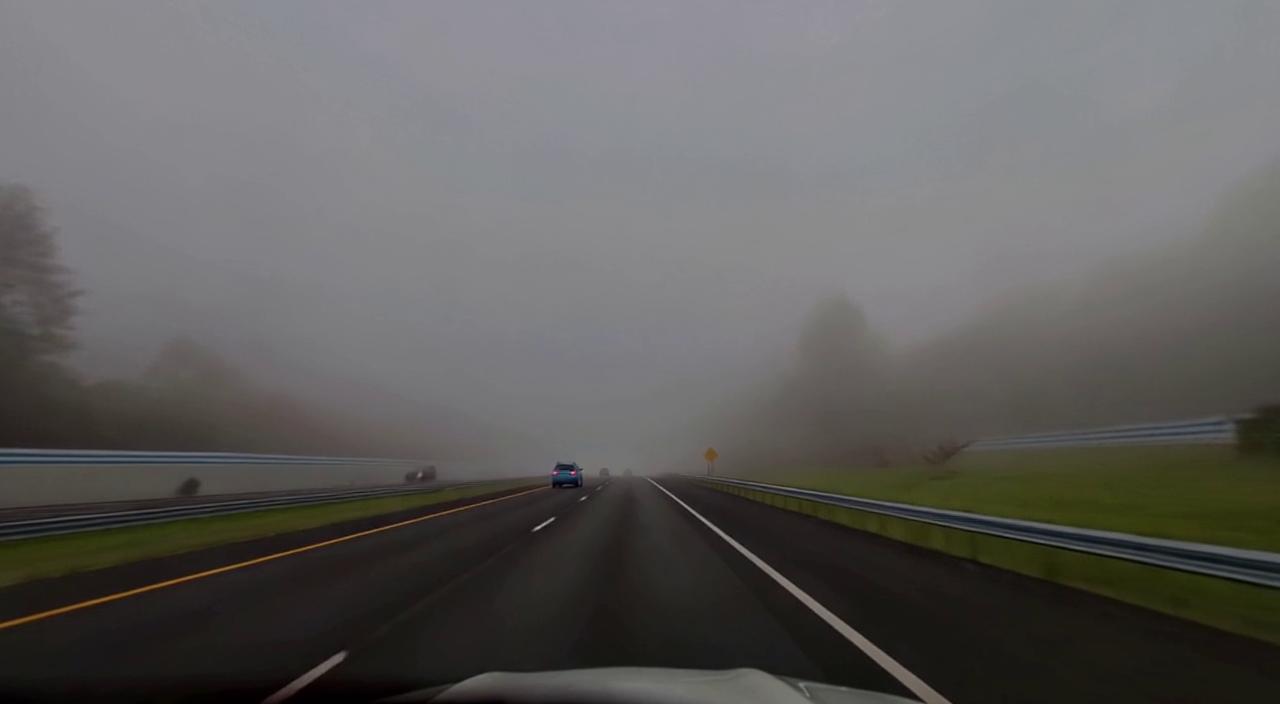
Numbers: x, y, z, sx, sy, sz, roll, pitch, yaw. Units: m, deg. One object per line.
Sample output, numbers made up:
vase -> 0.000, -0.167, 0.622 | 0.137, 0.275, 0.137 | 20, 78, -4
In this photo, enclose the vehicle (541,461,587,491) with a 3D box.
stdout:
vehicle -> -4.113, 6.804, 34.640 | 1.985, 1.515, 3.839 | 1, -11, 0
